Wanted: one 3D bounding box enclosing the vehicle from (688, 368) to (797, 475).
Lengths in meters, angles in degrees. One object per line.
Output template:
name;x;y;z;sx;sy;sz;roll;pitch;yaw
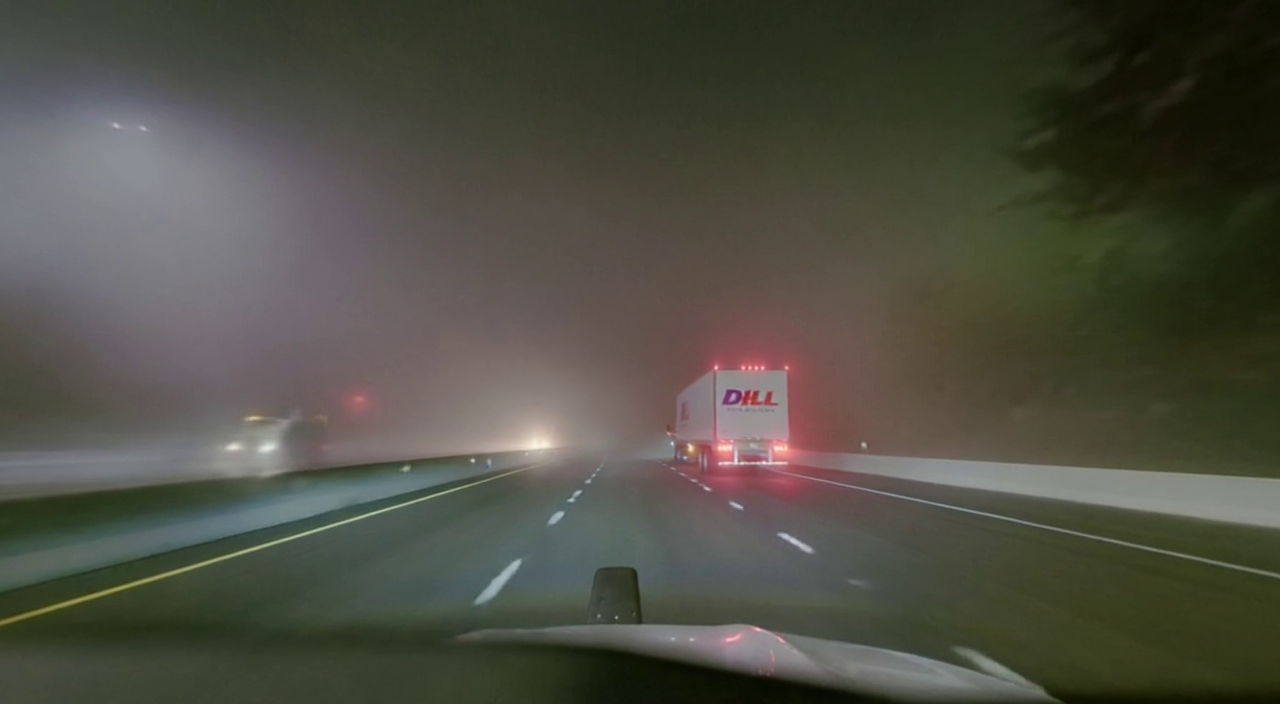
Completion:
vehicle;4.063;3.108;27.214;2.880;3.918;8.254;0;-8;-3

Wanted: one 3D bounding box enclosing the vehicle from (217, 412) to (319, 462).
vehicle;-20.787;4.829;35.548;2.185;2.586;5.782;0;-8;0
